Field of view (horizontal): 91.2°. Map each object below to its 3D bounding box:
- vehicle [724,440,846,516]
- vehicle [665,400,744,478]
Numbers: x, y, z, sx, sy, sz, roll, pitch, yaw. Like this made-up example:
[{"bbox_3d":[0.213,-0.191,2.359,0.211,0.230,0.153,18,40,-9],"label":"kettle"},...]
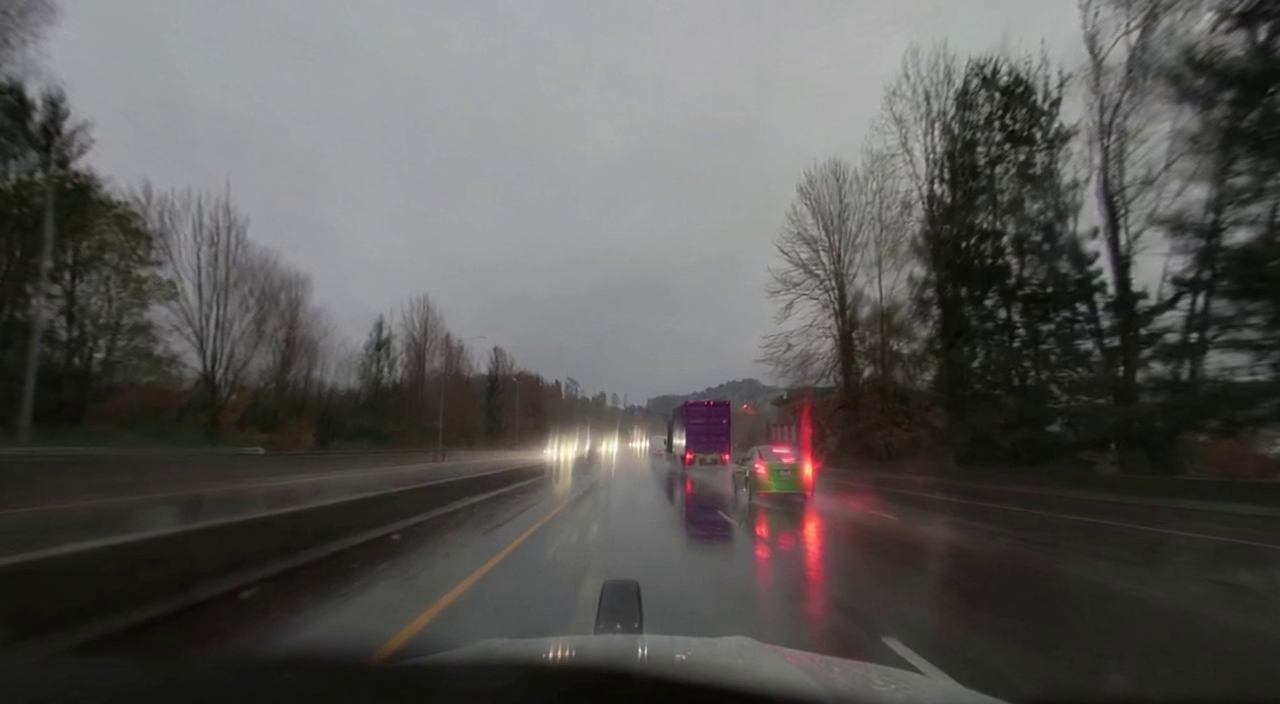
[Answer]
[{"bbox_3d":[3.300,2.932,15.114,1.971,1.558,3.834,0,-9,-1],"label":"vehicle"},{"bbox_3d":[3.285,5.157,36.568,2.916,3.563,14.462,0,-9,-1],"label":"vehicle"}]
